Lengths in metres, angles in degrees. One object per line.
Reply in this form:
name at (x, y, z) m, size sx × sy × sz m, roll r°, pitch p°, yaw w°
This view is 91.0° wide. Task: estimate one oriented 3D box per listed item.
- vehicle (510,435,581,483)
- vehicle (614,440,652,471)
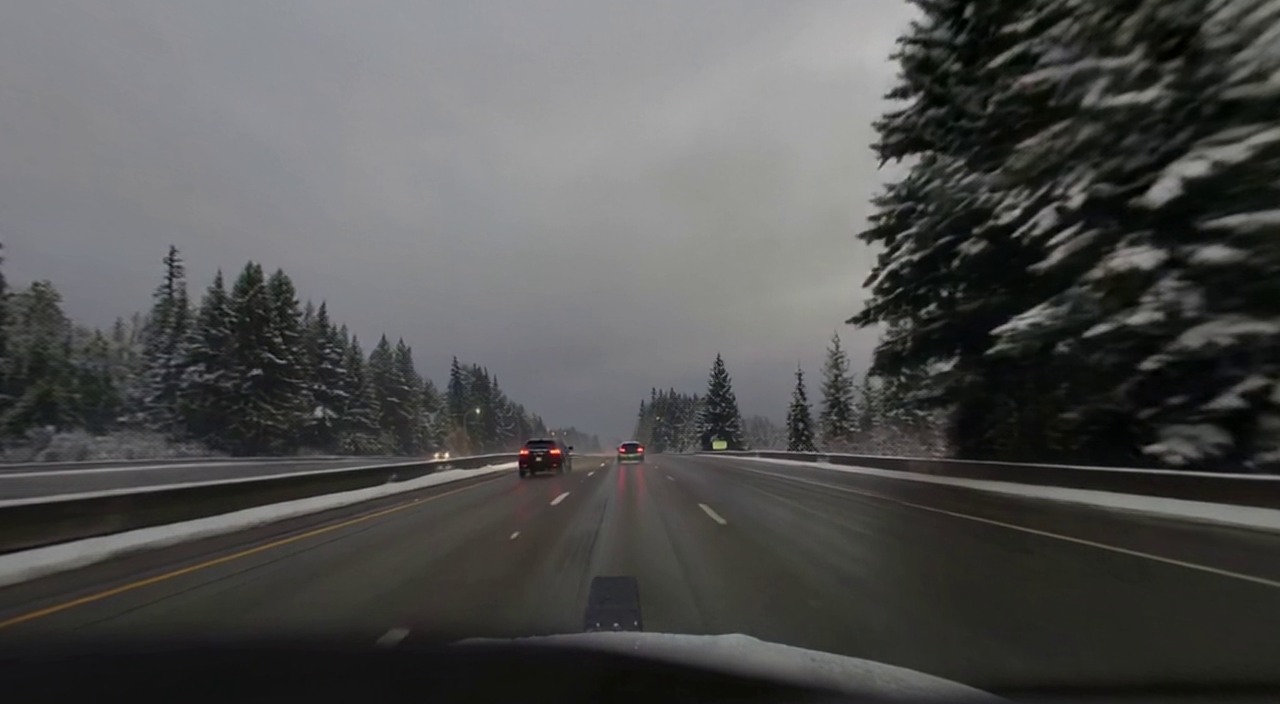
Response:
vehicle at (-3.745, 4.324, 25.776) m, size 2.130 × 1.741 × 4.665 m, roll 0°, pitch -8°, yaw 1°
vehicle at (-0.421, 6.096, 37.239) m, size 2.130 × 1.684 × 3.826 m, roll 0°, pitch -8°, yaw -1°
